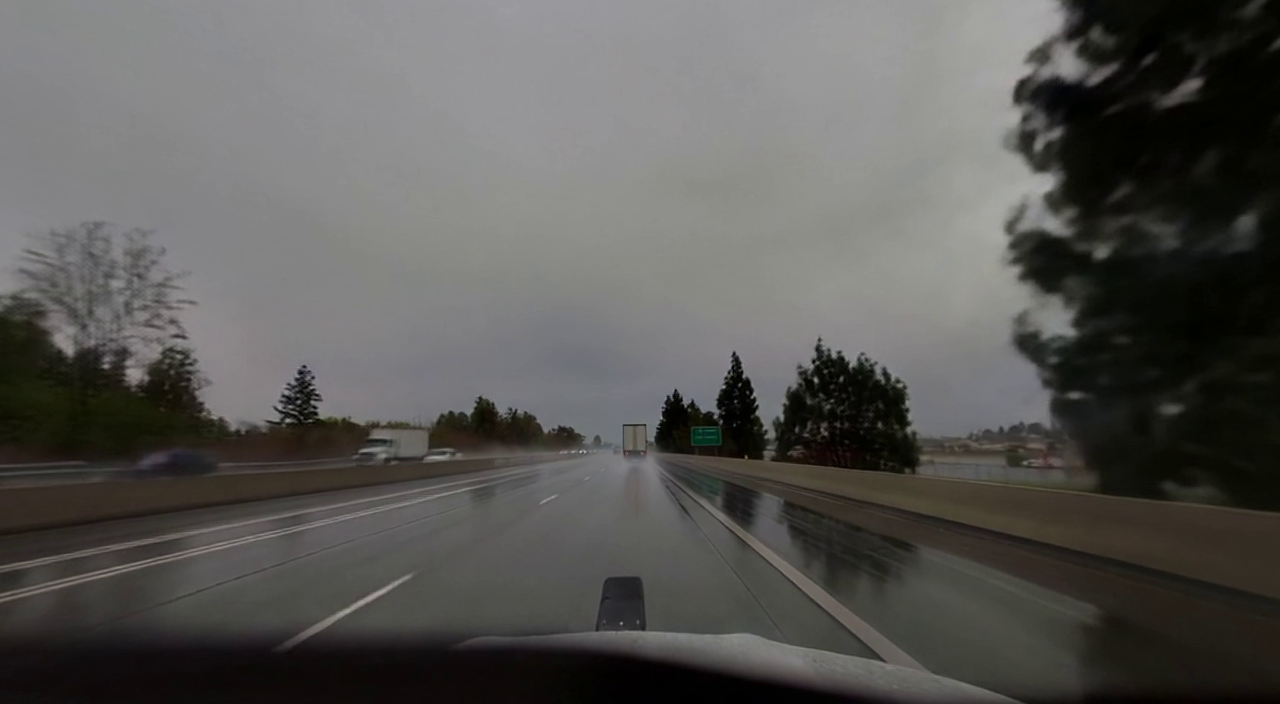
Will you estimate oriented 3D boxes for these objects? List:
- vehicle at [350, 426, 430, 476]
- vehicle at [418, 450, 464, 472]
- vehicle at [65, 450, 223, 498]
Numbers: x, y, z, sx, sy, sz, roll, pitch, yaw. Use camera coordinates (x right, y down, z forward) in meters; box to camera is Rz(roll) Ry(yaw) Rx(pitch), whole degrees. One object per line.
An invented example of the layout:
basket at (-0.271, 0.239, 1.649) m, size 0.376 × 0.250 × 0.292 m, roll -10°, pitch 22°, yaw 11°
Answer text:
vehicle at (-17.830, 7.157, 45.632) m, size 2.698 × 3.285 × 7.761 m, roll 0°, pitch -9°, yaw -1°
vehicle at (-13.717, 7.539, 43.755) m, size 1.893 × 1.486 × 4.135 m, roll 0°, pitch -9°, yaw 0°
vehicle at (-17.998, 4.427, 23.296) m, size 1.950 × 1.586 × 4.785 m, roll 0°, pitch -9°, yaw 0°
